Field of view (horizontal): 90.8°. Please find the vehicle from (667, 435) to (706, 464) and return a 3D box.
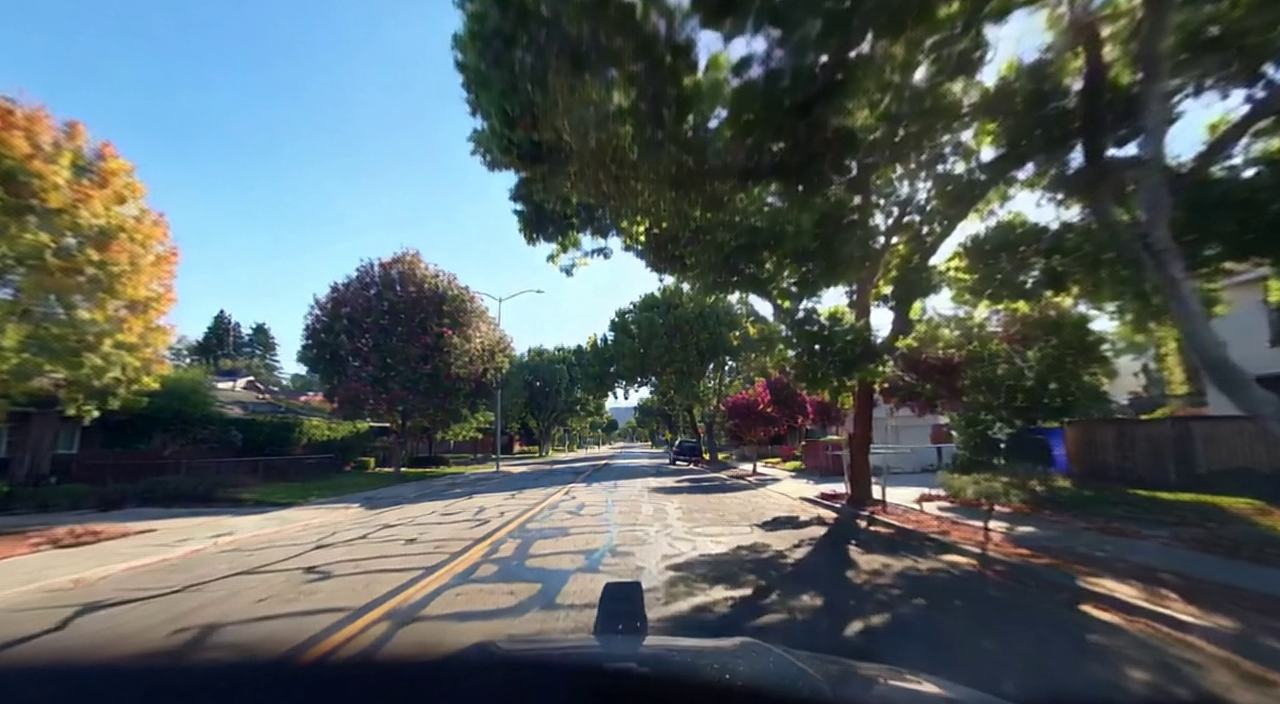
[{"bbox_3d":[2.826,6.076,39.458,2.086,1.726,4.384,0,-9,-1],"label":"vehicle"}]
